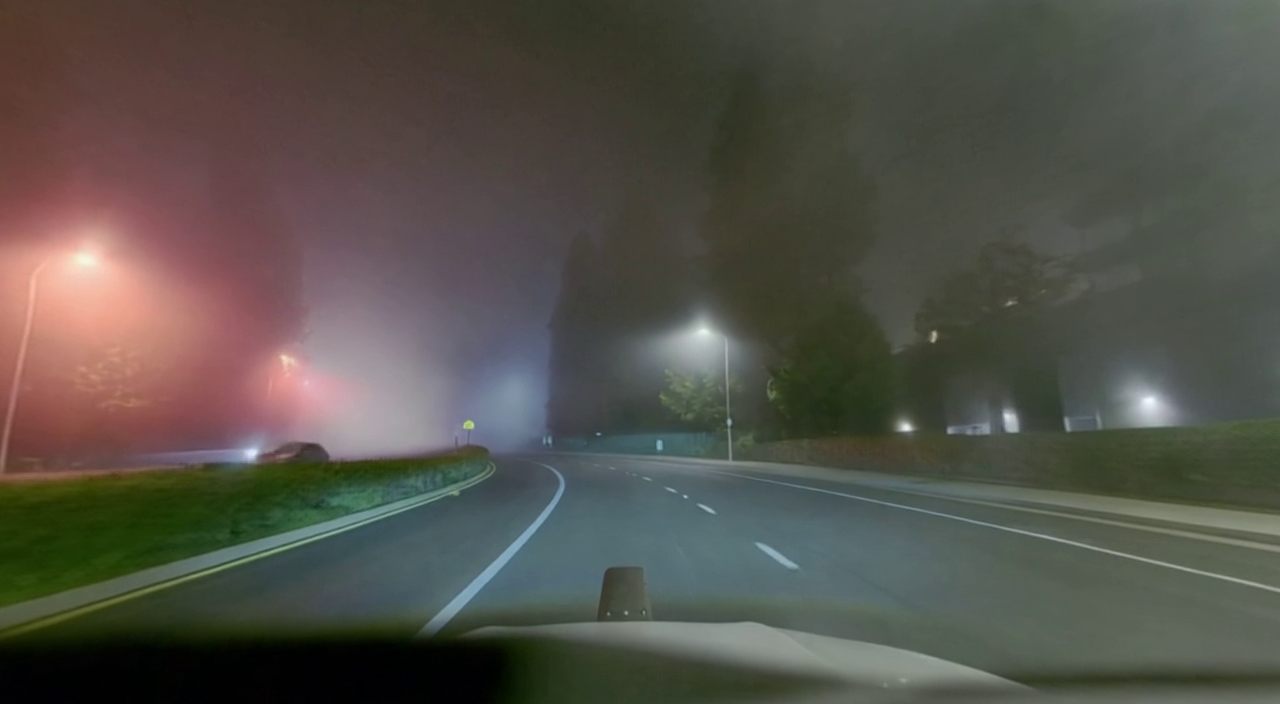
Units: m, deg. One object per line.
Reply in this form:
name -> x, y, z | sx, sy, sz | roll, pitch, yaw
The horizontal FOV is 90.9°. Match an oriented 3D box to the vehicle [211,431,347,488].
vehicle -> -12.573, 3.773, 22.434 | 2.349, 1.790, 4.940 | 1, -9, -7
